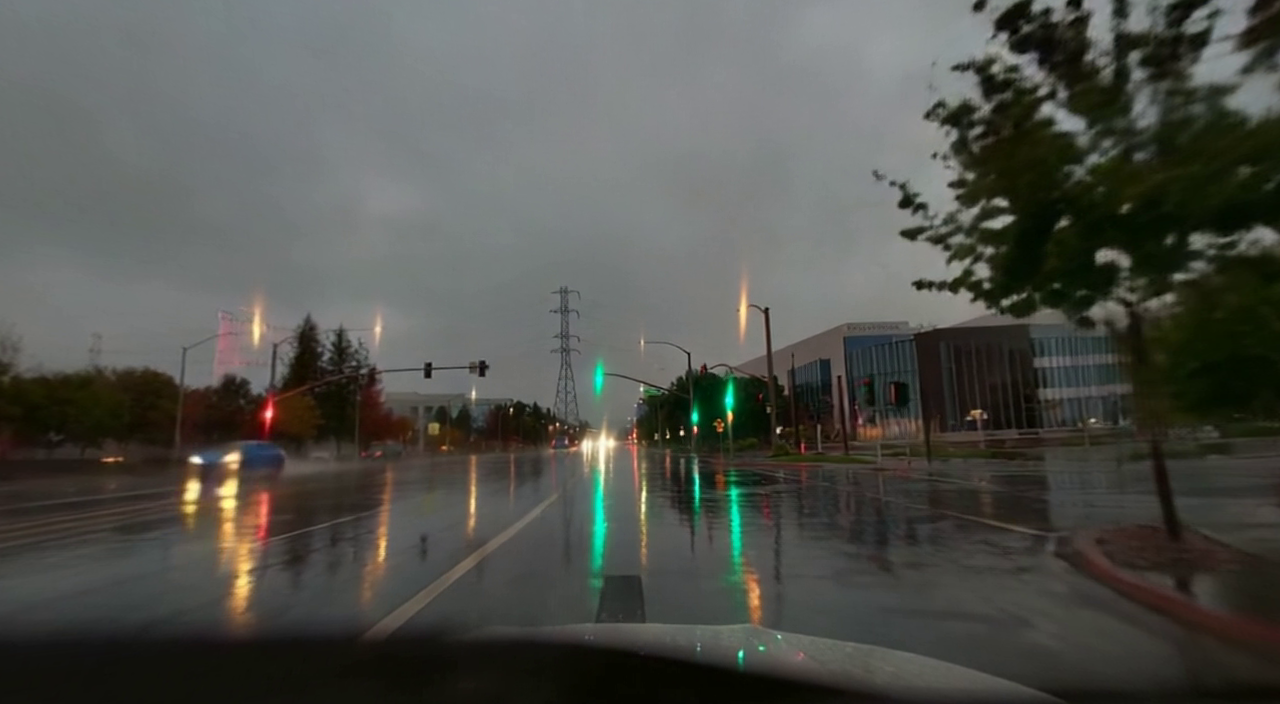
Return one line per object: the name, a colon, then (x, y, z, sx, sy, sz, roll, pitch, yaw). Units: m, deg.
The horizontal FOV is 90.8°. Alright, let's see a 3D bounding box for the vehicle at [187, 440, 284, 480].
vehicle: (-20.700, 5.515, 32.585, 2.097, 1.858, 4.601, 0, -9, -3)
